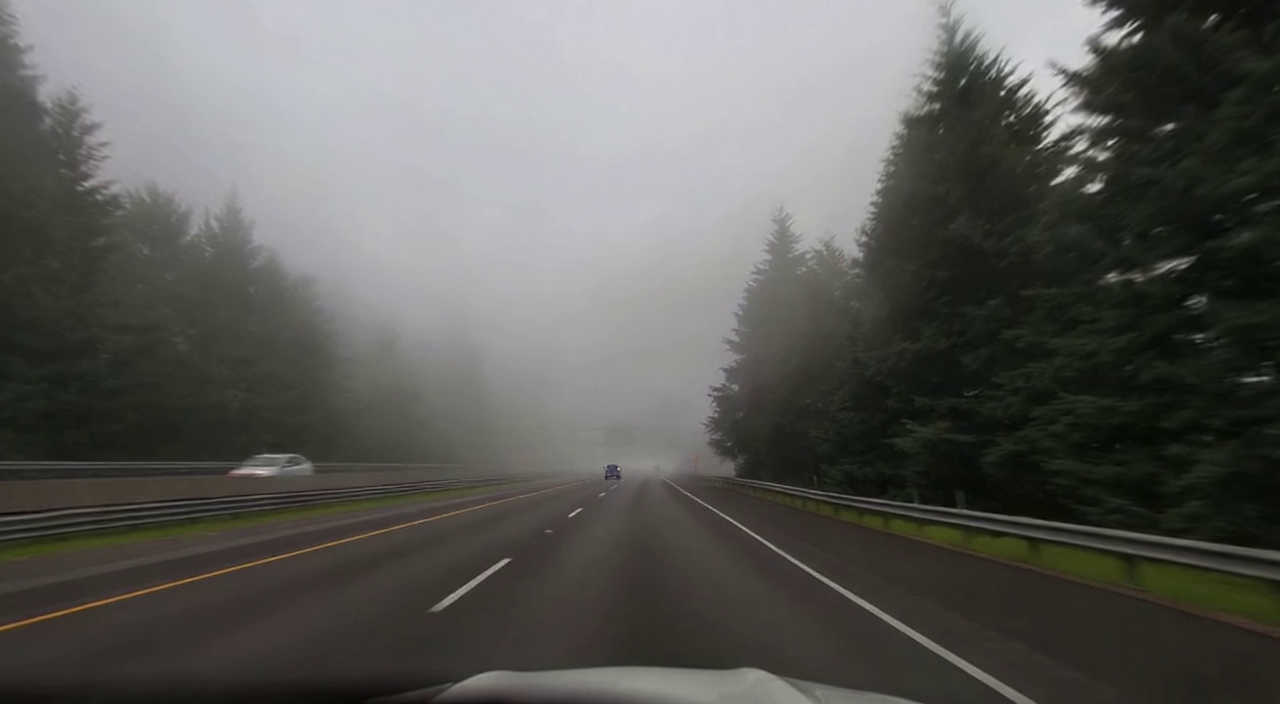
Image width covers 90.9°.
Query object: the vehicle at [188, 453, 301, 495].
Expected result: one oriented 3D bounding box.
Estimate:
[{"bbox_3d":[-16.253,5.037,26.181,1.898,1.547,4.194,1,-10,0],"label":"vehicle"}]
